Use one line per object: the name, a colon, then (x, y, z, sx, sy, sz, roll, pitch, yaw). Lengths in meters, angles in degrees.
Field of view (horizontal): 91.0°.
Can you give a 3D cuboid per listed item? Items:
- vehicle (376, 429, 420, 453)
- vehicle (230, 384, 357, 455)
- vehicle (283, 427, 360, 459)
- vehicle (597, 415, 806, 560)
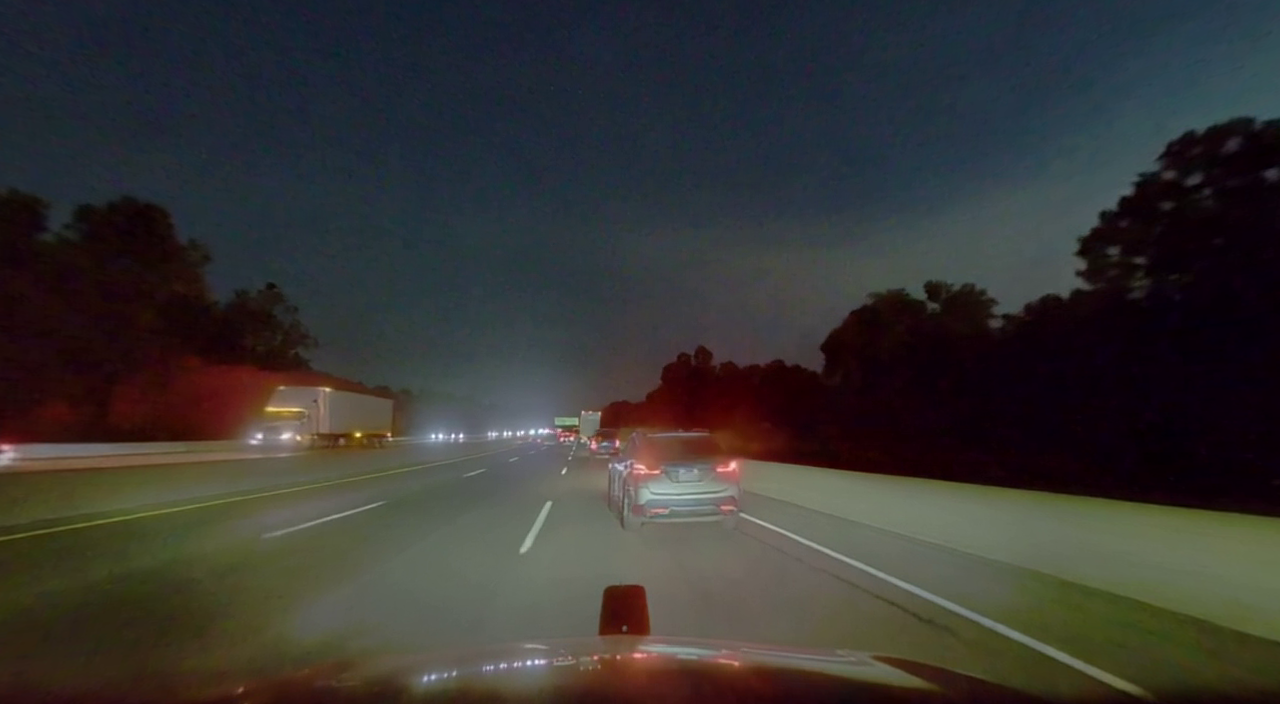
vehicle: (-18.070, 6.682, 47.112, 1.895, 1.683, 4.224, 1, -8, -5)
vehicle: (-21.311, 4.426, 39.711, 3.032, 3.845, 10.740, 1, -8, -7)
vehicle: (-16.135, 4.638, 32.152, 1.921, 1.507, 4.664, 1, -8, -6)
vehicle: (0.511, 1.743, 8.926, 2.127, 1.497, 4.445, 1, -8, -5)
